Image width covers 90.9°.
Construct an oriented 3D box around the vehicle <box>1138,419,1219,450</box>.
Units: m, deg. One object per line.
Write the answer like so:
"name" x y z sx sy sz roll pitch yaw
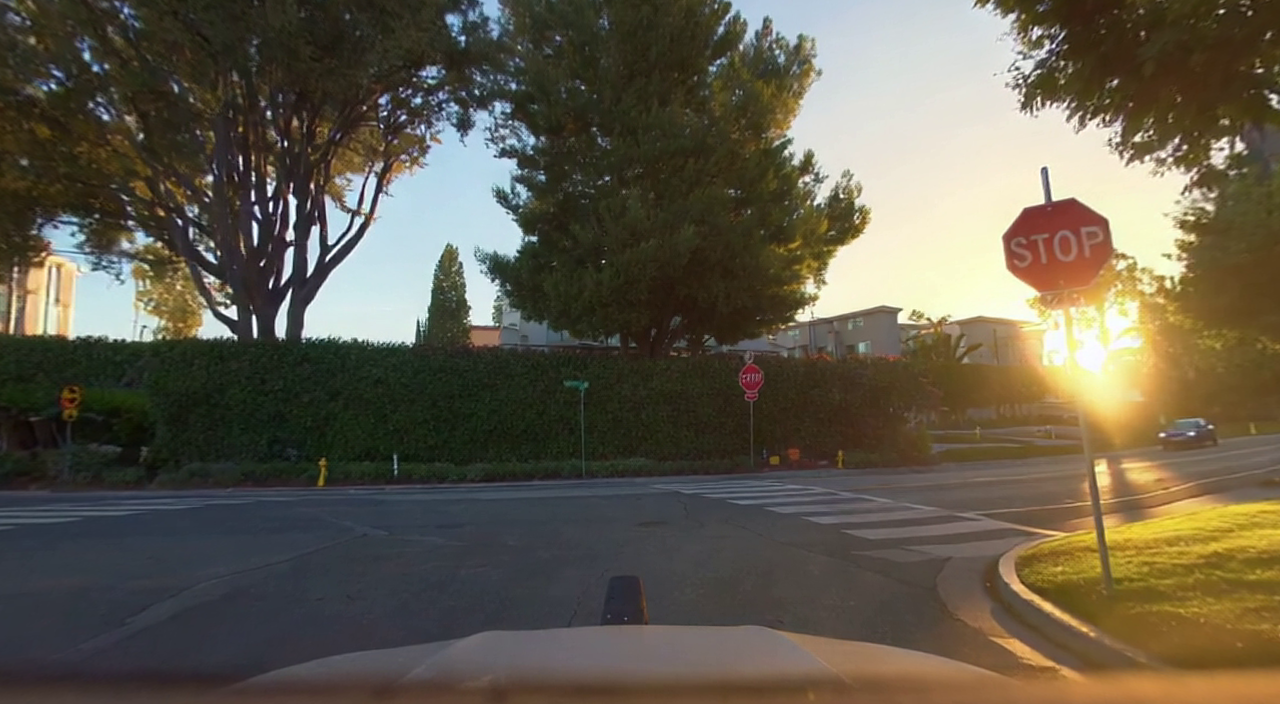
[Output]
"vehicle" 27.743 4.291 32.411 4.473 1.474 2.108 6 -10 -37
